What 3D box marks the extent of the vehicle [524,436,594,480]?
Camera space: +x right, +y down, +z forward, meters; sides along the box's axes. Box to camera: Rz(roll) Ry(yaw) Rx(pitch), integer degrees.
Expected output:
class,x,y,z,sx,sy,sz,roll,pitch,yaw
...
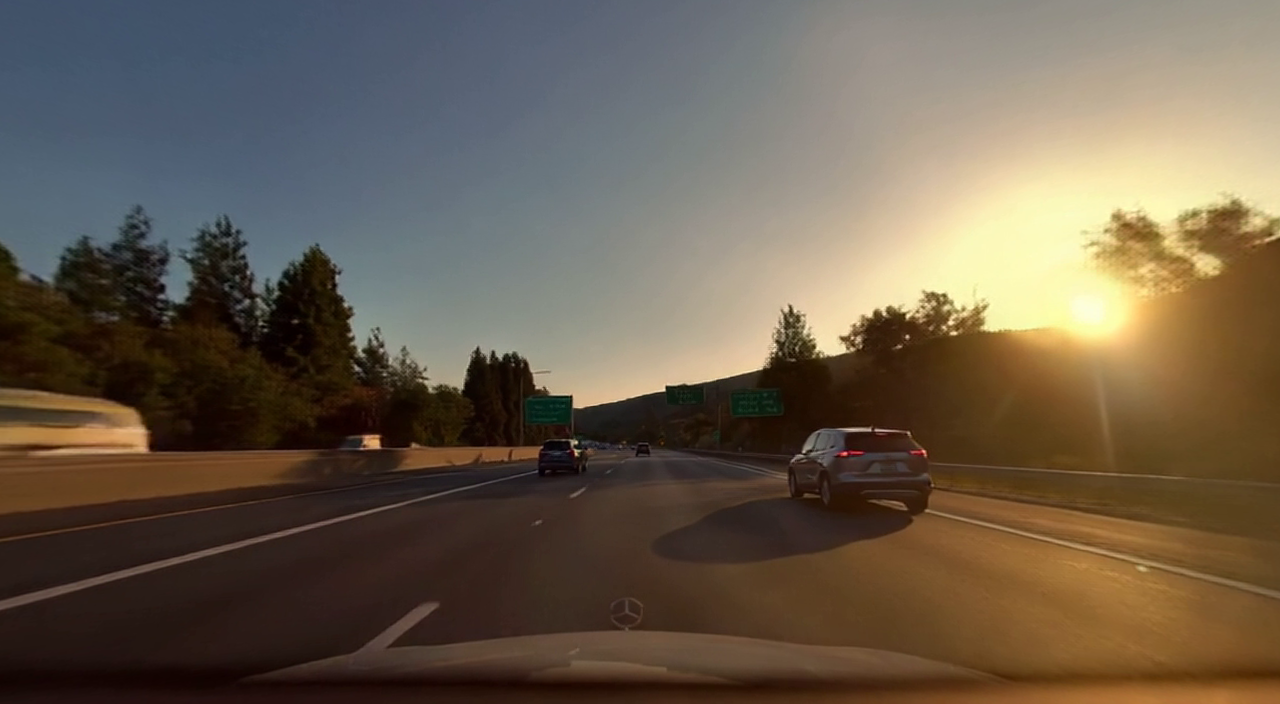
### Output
class,x,y,z,sx,sy,sz,roll,pitch,yaw
vehicle,-3.176,4.275,25.546,2.166,1.608,4.297,0,-8,1

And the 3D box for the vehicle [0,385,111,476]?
class,x,y,z,sx,sy,sz,roll,pitch,yaw
vehicle,-28.473,3.254,26.013,2.921,3.789,11.393,0,-8,2

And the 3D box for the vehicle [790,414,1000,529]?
class,x,y,z,sx,sy,sz,roll,pitch,yaw
vehicle,4.568,2.222,12.203,2.149,1.796,4.487,0,-8,0
